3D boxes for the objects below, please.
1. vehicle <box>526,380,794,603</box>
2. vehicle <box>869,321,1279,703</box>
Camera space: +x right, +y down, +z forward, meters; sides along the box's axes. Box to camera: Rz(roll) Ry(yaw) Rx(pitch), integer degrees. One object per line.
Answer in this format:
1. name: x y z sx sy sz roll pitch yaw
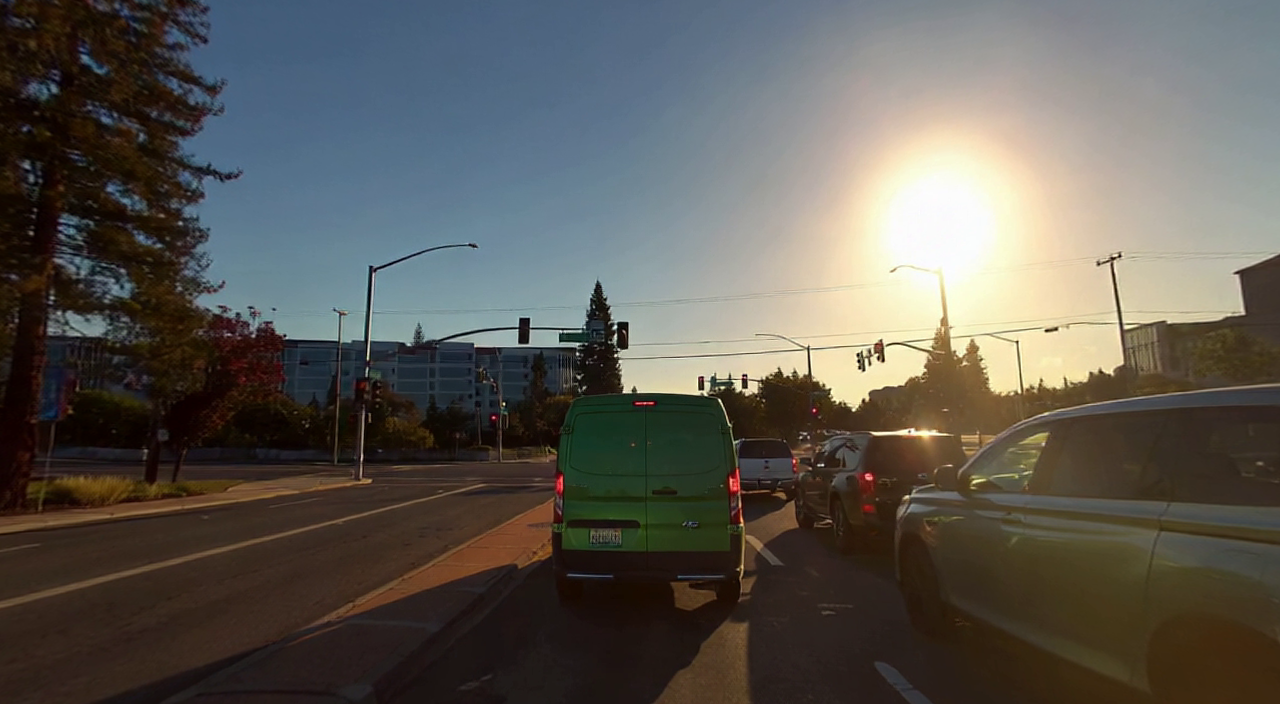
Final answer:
1. vehicle: 0.175 1.463 7.434 2.185 1.822 4.391 0 -8 0
2. vehicle: 2.902 0.943 3.167 1.971 1.663 4.287 0 -8 1
